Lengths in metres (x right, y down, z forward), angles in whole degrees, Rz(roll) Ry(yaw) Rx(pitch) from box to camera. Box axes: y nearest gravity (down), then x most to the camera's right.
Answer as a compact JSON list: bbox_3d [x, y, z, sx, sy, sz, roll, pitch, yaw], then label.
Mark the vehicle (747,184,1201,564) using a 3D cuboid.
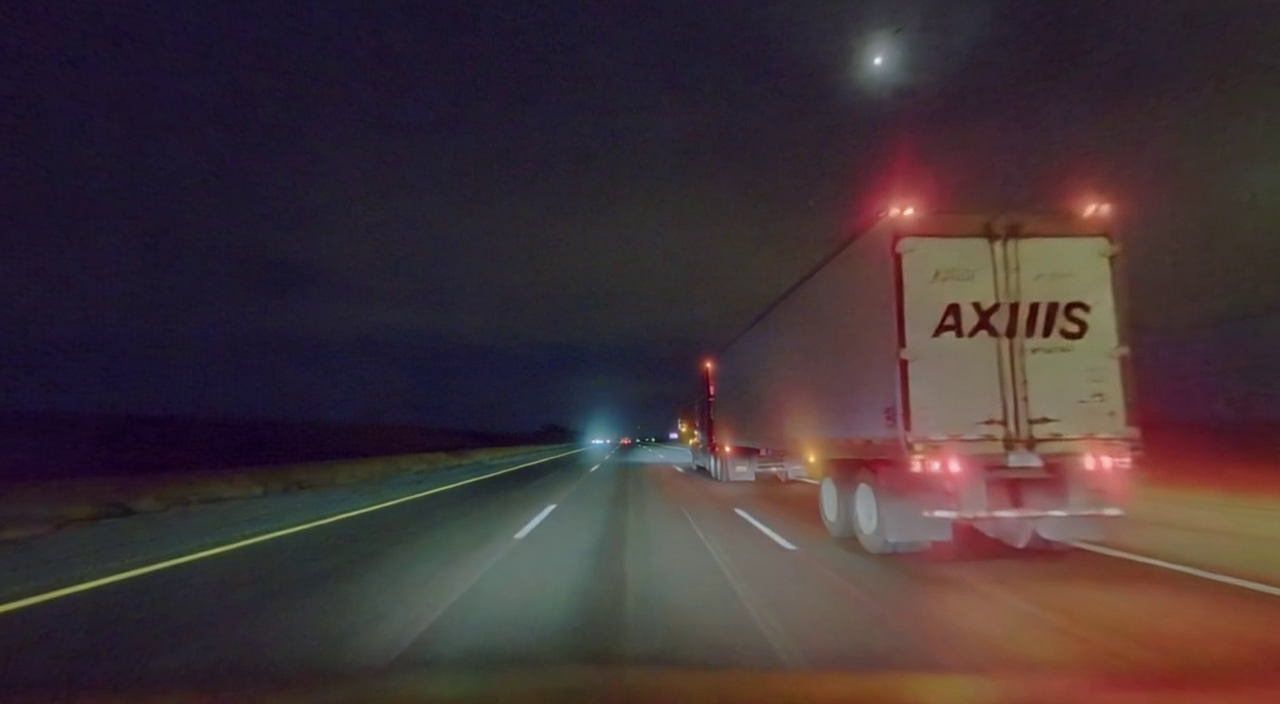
[{"bbox_3d":[4.170,0.760,11.080,2.880,3.986,9.103,0,-8,0],"label":"vehicle"}]
